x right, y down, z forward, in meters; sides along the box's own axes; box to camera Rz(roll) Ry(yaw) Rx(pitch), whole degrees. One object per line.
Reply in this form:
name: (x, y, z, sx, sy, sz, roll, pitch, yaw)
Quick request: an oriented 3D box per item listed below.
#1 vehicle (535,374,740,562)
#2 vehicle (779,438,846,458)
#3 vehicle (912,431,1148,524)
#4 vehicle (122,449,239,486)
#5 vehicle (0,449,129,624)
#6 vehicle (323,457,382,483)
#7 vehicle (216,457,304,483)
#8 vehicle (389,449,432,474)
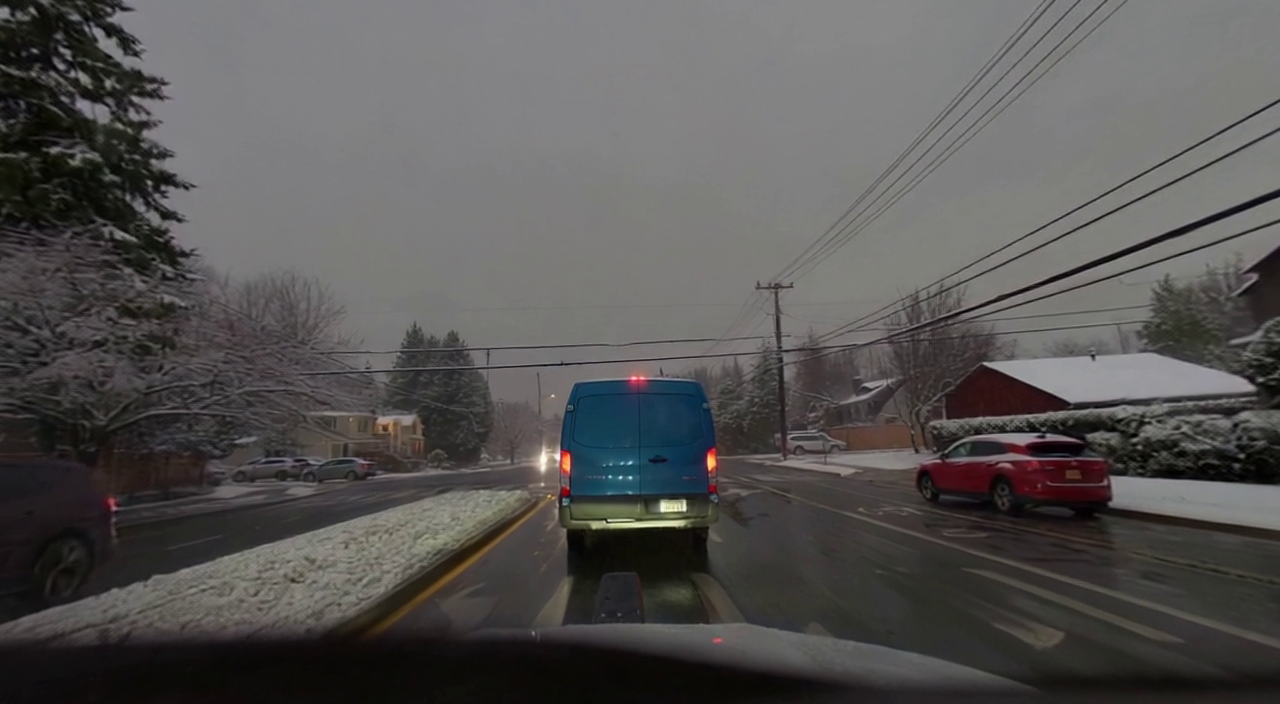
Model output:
vehicle: (-0.136, 1.678, 9.725, 2.342, 2.142, 4.809, 0, -9, -3)
vehicle: (12.972, 7.233, 47.626, 4.483, 1.463, 1.805, 0, -9, 0)
vehicle: (7.350, 2.381, 12.558, 1.883, 1.504, 4.220, 0, -9, -2)
vehicle: (-26.836, 6.733, 37.053, 5.026, 2.017, 2.215, 0, -9, -1)
vehicle: (-7.385, 1.756, 5.646, 1.997, 1.724, 4.417, 0, -9, -2)
vehicle: (-18.340, 7.526, 40.514, 1.816, 1.445, 4.120, 0, -9, 1)
vehicle: (-27.273, 8.454, 45.450, 4.972, 1.776, 2.057, 0, -9, -1)
vehicle: (-17.926, 8.556, 49.575, 1.841, 1.769, 4.105, 0, -9, 0)
